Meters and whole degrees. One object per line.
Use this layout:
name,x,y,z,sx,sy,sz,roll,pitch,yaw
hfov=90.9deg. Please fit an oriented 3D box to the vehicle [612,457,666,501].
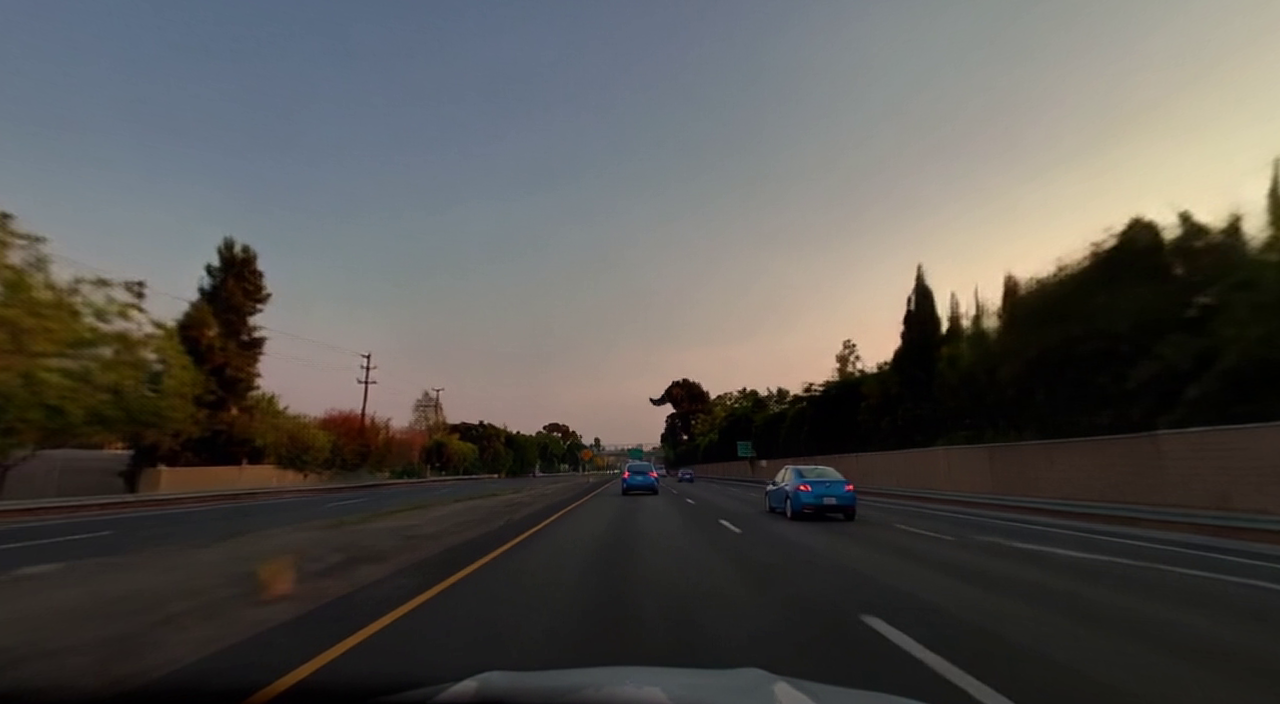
vehicle,-0.027,5.201,25.888,2.037,1.605,3.833,1,-11,0

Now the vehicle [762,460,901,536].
vehicle,4.291,3.351,14.861,1.938,1.494,4.032,1,-11,-1
